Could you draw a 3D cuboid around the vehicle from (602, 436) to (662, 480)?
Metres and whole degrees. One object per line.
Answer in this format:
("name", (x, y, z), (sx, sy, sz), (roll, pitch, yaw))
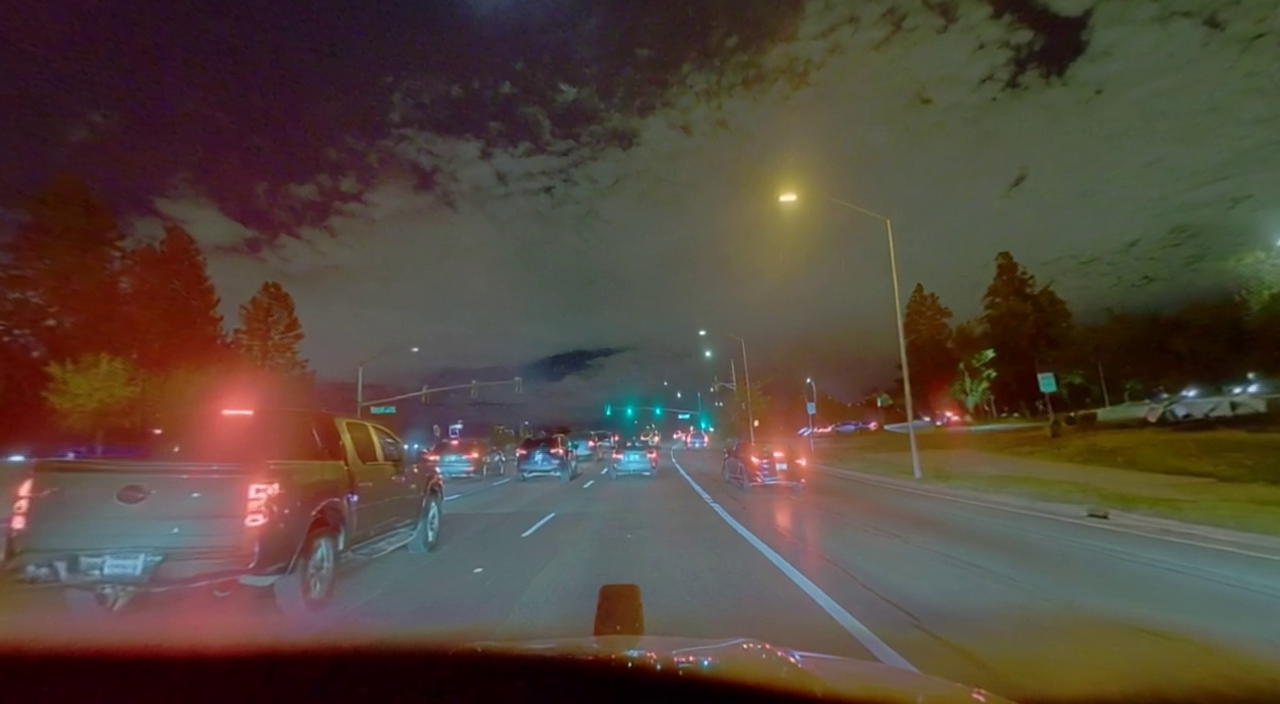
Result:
("vehicle", (-0.247, 3.910, 23.555), (2.030, 1.477, 4.330), (0, -8, 0))

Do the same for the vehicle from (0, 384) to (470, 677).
("vehicle", (-3.531, 1.455, 6.502), (2.111, 1.745, 5.274), (0, -8, 0))

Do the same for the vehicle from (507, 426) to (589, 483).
("vehicle", (-3.174, 3.682, 22.854), (2.218, 1.829, 4.492), (0, -8, 1))

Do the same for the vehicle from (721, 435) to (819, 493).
("vehicle", (3.635, 3.197, 18.443), (1.884, 1.463, 4.195), (0, -8, -1))

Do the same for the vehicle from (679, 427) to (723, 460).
("vehicle", (3.627, 5.549, 38.389), (2.099, 1.845, 4.363), (0, -8, -1))
